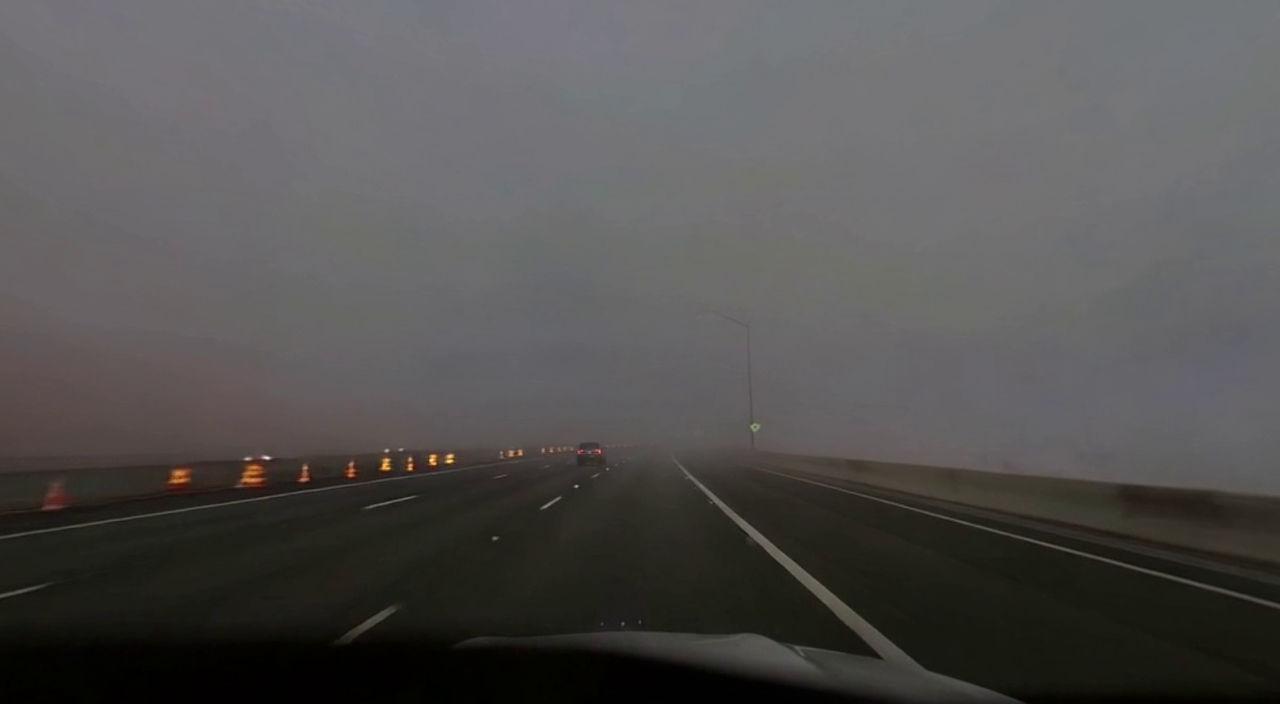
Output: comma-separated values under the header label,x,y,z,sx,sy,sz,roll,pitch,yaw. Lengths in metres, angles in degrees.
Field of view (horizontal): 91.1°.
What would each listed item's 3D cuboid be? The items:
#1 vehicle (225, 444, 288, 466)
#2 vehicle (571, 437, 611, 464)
label,x,y,z,sx,sy,sz,roll,pitch,yaw
vehicle,-29.338,7.869,48.191,1.829,1.542,4.544,-1,-8,3
vehicle,-2.989,6.158,39.334,2.078,1.629,4.059,0,-8,1
